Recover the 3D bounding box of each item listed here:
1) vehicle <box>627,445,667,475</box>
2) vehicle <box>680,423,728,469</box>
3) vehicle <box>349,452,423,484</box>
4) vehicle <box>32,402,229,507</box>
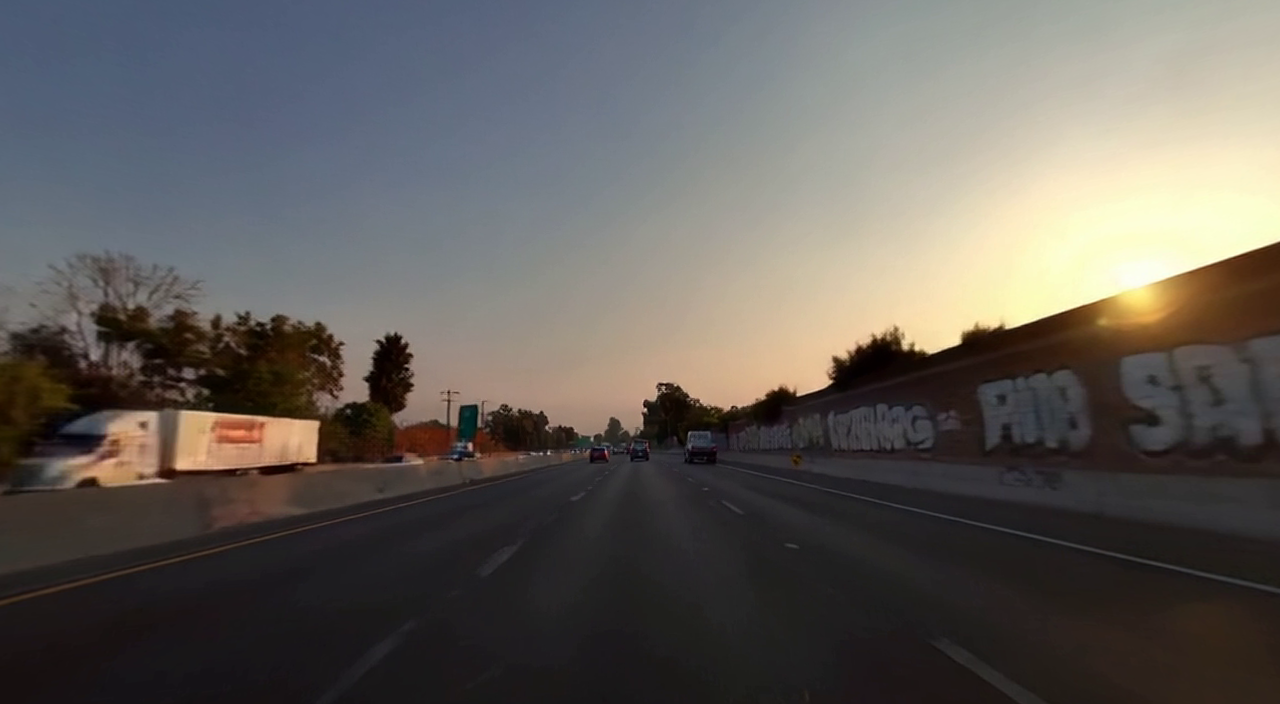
[{"bbox_3d":[0.310,5.826,34.105,2.009,1.506,4.091,0,-9,-1],"label":"vehicle"},{"bbox_3d":[4.356,6.592,44.112,2.549,2.931,6.310,0,-9,-1],"label":"vehicle"},{"bbox_3d":[-13.142,5.994,32.930,1.944,1.542,4.525,0,-9,0],"label":"vehicle"},{"bbox_3d":[-20.457,4.176,25.887,2.957,3.748,5.869,0,-9,0],"label":"vehicle"}]
